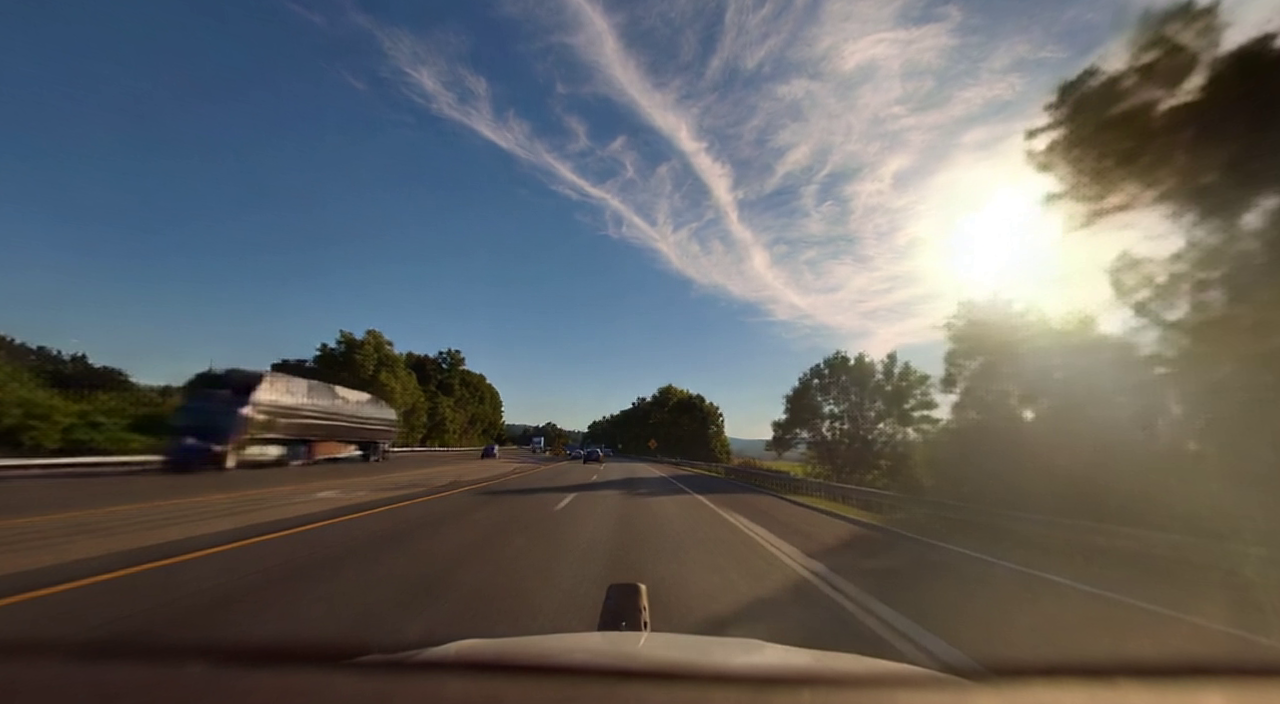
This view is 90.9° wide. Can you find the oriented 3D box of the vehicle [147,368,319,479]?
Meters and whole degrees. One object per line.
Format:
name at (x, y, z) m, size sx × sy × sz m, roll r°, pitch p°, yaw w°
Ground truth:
vehicle at (-16.136, 3.016, 25.648) m, size 3.031 × 3.950 × 5.826 m, roll 0°, pitch -9°, yaw -2°
